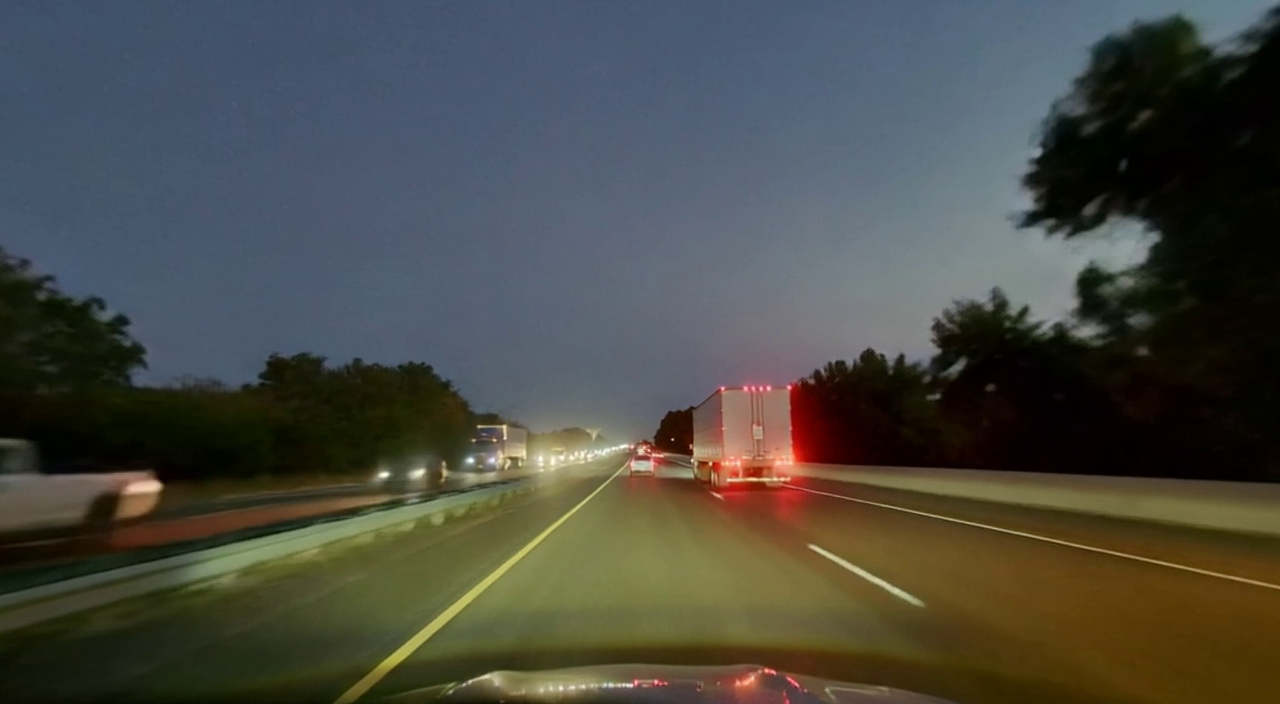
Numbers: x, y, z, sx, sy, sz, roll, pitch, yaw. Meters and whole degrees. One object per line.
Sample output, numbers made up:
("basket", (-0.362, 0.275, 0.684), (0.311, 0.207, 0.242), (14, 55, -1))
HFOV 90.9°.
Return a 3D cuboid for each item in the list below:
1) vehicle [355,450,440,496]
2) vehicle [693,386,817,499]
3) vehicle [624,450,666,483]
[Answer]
("vehicle", (-9.055, 4.504, 23.827), (1.781, 1.564, 3.547), (0, -9, 0))
("vehicle", (4.281, 3.911, 26.761), (2.885, 3.679, 12.102), (0, -9, 0))
("vehicle", (0.234, 5.576, 30.930), (1.939, 1.495, 3.612), (0, -9, 0))
